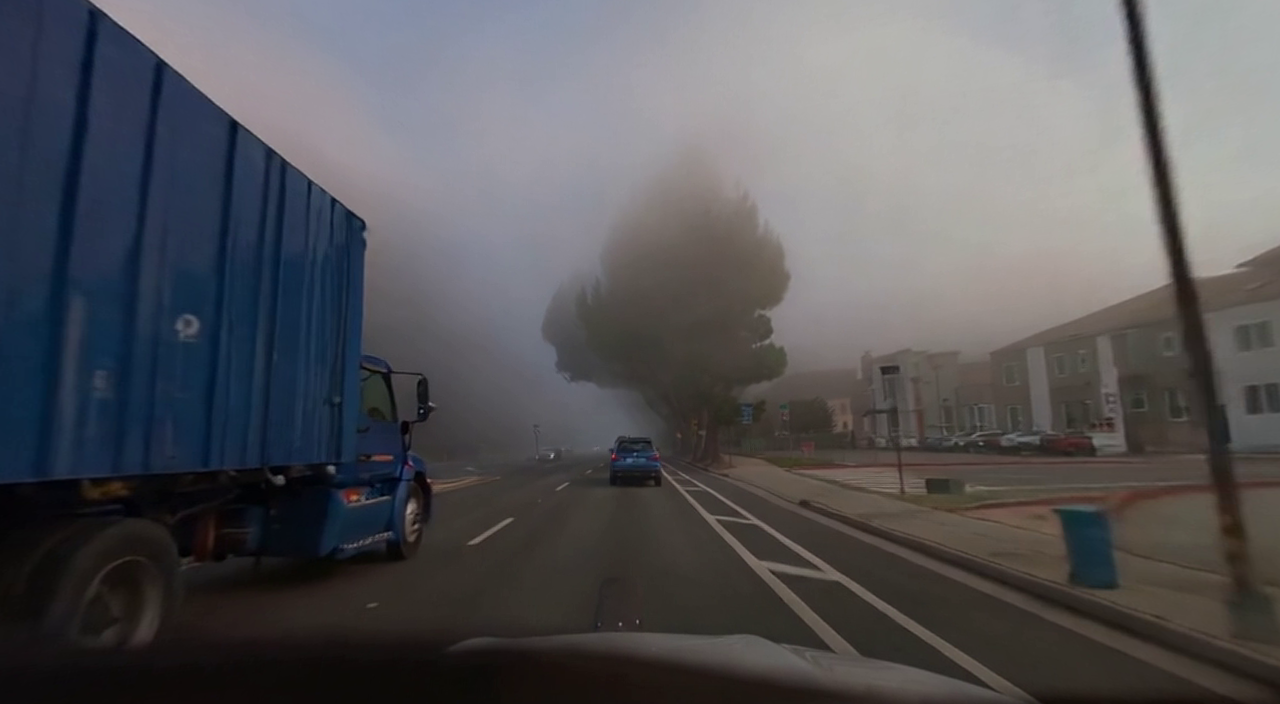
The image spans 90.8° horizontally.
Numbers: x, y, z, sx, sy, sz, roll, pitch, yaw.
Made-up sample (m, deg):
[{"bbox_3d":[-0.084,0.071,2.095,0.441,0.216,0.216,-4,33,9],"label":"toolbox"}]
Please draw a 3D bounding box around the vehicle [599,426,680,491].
[{"bbox_3d":[-0.043,3.060,18.467,2.094,1.682,3.866,0,-8,-1],"label":"vehicle"}]

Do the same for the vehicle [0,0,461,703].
[{"bbox_3d":[-3.837,-0.263,2.865,2.996,3.902,10.410,0,-8,0],"label":"vehicle"}]
